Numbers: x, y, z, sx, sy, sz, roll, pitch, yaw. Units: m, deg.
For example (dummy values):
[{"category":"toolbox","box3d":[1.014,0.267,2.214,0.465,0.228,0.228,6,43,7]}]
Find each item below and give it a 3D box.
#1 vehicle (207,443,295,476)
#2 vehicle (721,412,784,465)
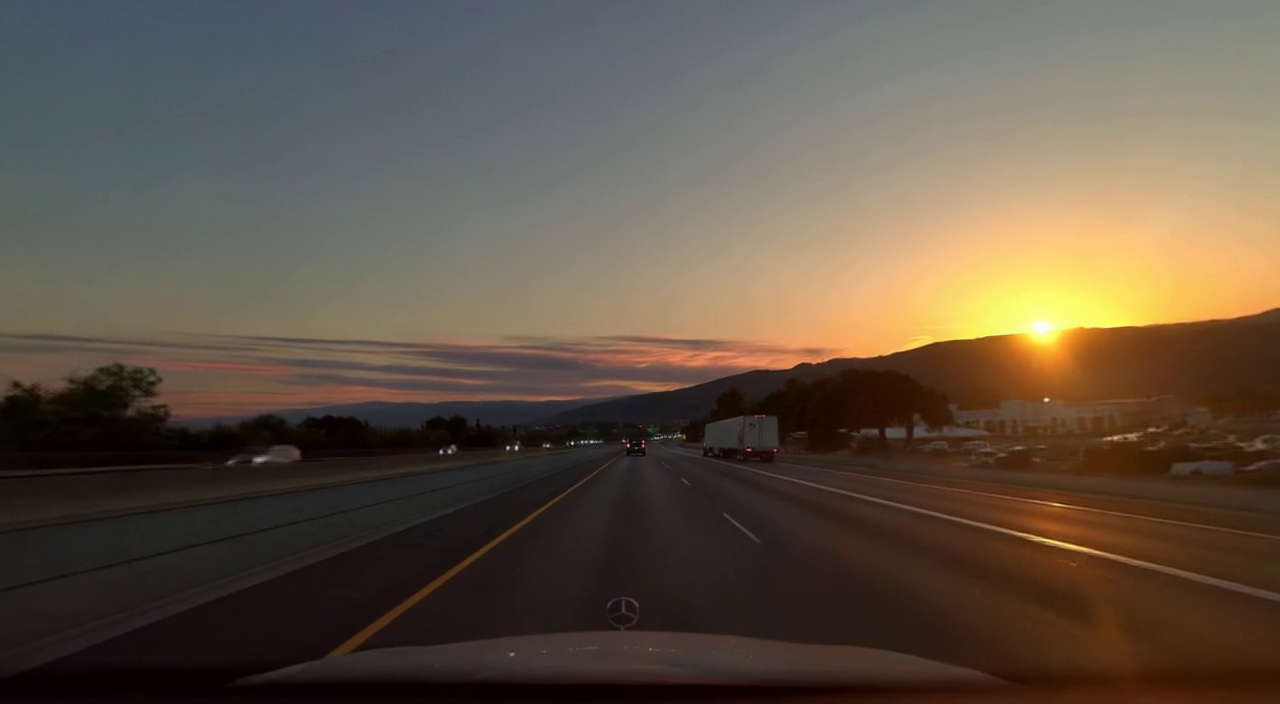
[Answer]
[{"category":"vehicle","box3d":[-21.931,6.059,35.840,2.078,1.705,4.544,0,-8,0]},{"category":"vehicle","box3d":[7.322,5.823,42.220,2.793,3.204,7.997,0,-8,1]}]
